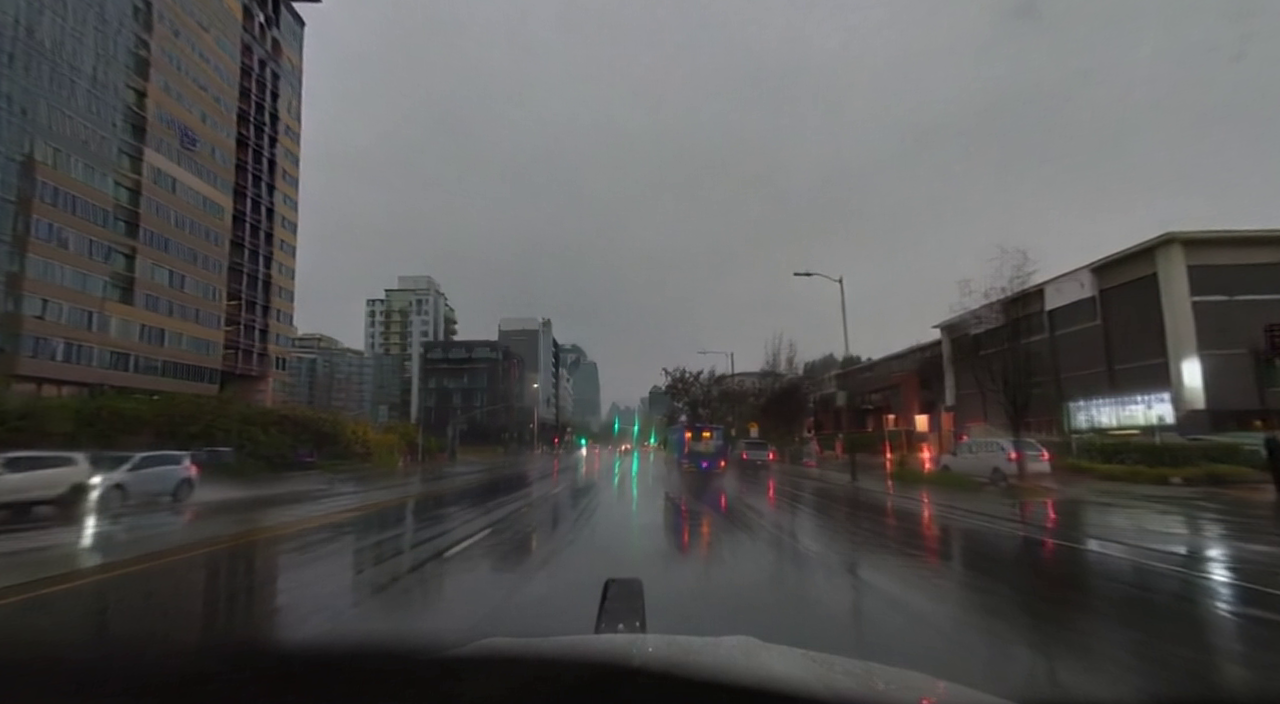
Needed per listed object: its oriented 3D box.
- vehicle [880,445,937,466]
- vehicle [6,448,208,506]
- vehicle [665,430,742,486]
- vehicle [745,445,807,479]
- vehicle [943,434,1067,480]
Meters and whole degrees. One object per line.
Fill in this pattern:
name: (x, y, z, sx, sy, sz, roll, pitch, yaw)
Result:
vehicle: (19.513, 7.518, 46.072, 1.780, 1.474, 4.533, 1, -8, -6)
vehicle: (-15.344, 3.576, 18.632, 2.019, 1.471, 4.513, 0, -9, 0)
vehicle: (2.127, 3.790, 22.860, 2.130, 1.787, 5.126, 0, -9, -1)
vehicle: (6.244, 5.095, 29.499, 1.795, 1.459, 4.333, 0, -9, -2)
vehicle: (14.370, 4.160, 25.248, 1.975, 1.648, 4.451, 1, -9, -5)
